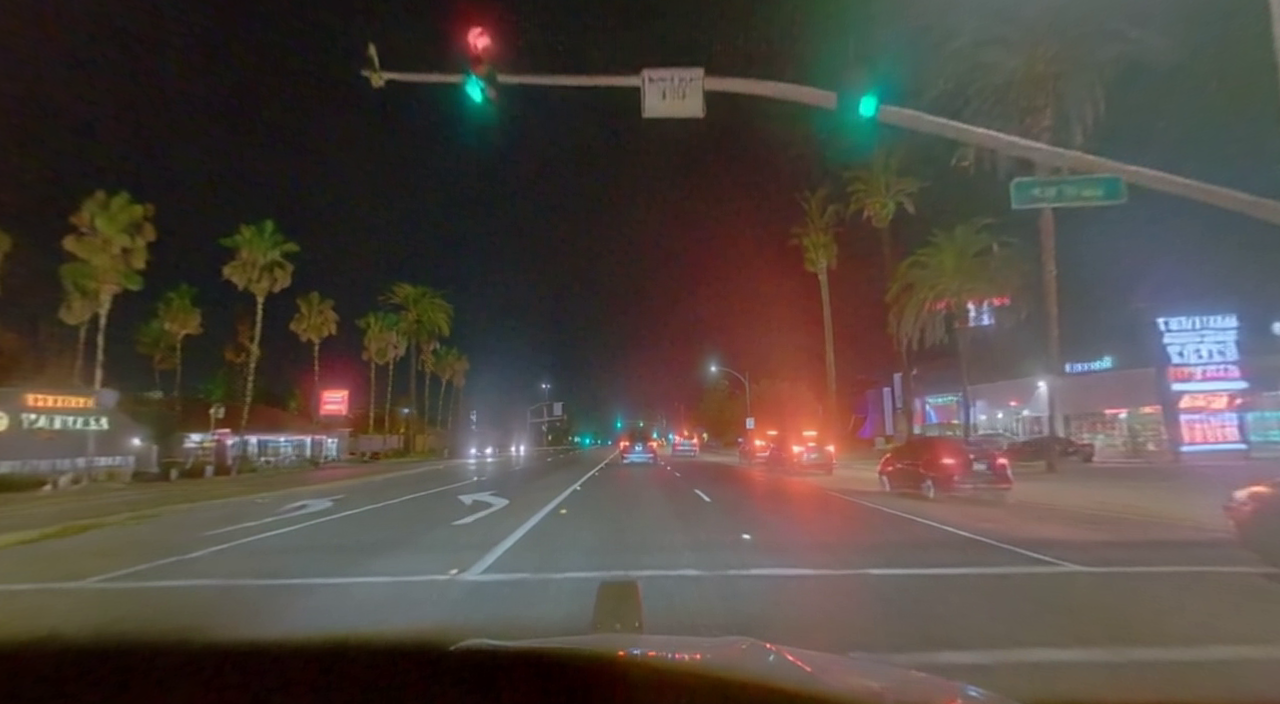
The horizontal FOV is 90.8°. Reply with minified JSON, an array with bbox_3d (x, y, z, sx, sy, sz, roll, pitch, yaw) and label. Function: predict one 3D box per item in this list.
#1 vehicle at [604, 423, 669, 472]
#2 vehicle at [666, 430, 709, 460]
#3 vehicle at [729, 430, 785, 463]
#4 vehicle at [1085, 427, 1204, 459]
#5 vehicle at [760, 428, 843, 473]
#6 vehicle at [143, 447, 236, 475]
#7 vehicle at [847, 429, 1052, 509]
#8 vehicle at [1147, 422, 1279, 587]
[{"bbox_3d":[-0.170,3.977,26.364,2.428,1.816,4.959,0,-8,-1],"label":"vehicle"},{"bbox_3d":[2.913,5.857,39.854,2.187,1.777,4.444,0,-8,-2],"label":"vehicle"},{"bbox_3d":[6.401,5.258,35.143,2.001,1.692,4.800,0,-8,-2],"label":"vehicle"},{"bbox_3d":[28.633,5.174,35.957,4.839,1.758,2.257,0,-8,-3],"label":"vehicle"},{"bbox_3d":[6.526,4.056,26.167,2.100,1.675,4.536,0,-8,-2],"label":"vehicle"},{"bbox_3d":[-27.884,6.752,39.238,4.139,1.702,2.040,0,-8,-2],"label":"vehicle"},{"bbox_3d":[6.603,2.550,14.339,2.038,1.476,5.032,0,-8,-1],"label":"vehicle"},{"bbox_3d":[6.683,1.241,4.799,1.902,1.461,4.428,0,-8,-2],"label":"vehicle"}]
